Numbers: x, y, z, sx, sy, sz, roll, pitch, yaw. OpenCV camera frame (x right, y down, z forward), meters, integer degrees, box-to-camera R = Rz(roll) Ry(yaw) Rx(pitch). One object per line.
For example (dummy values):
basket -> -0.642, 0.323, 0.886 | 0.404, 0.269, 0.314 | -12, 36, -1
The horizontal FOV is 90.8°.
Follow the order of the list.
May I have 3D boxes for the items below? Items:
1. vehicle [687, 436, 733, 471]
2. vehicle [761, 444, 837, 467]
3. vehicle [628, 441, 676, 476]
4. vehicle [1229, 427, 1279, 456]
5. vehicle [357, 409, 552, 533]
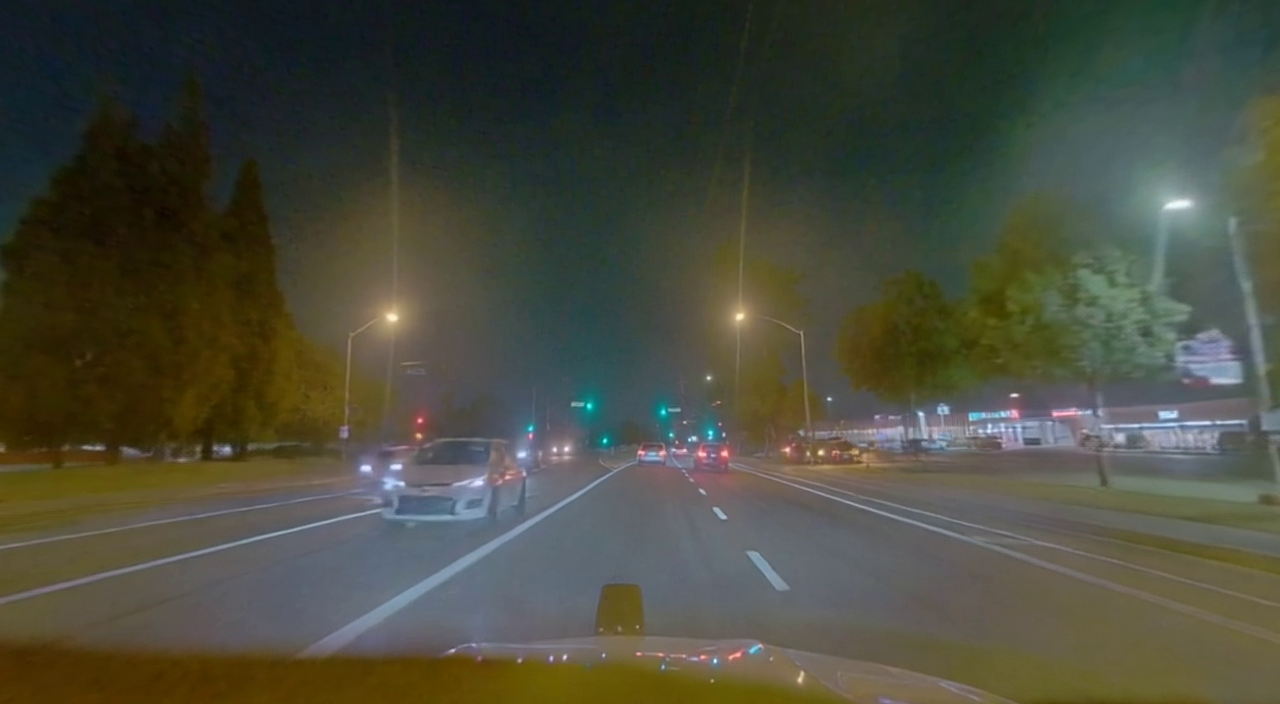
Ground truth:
vehicle -> 3.732, 5.505, 34.542 | 2.046, 1.768, 4.370 | 0, -8, 1
vehicle -> 10.650, 6.942, 42.509 | 4.662, 1.495, 1.998 | -1, -9, 5
vehicle -> 0.500, 4.636, 27.813 | 1.917, 1.418, 3.987 | 0, -8, 0
vehicle -> 41.299, 5.764, 40.934 | 4.029, 1.649, 1.857 | -4, -8, 6
vehicle -> -3.006, 2.061, 11.454 | 2.092, 1.779, 4.468 | 0, -8, 1
